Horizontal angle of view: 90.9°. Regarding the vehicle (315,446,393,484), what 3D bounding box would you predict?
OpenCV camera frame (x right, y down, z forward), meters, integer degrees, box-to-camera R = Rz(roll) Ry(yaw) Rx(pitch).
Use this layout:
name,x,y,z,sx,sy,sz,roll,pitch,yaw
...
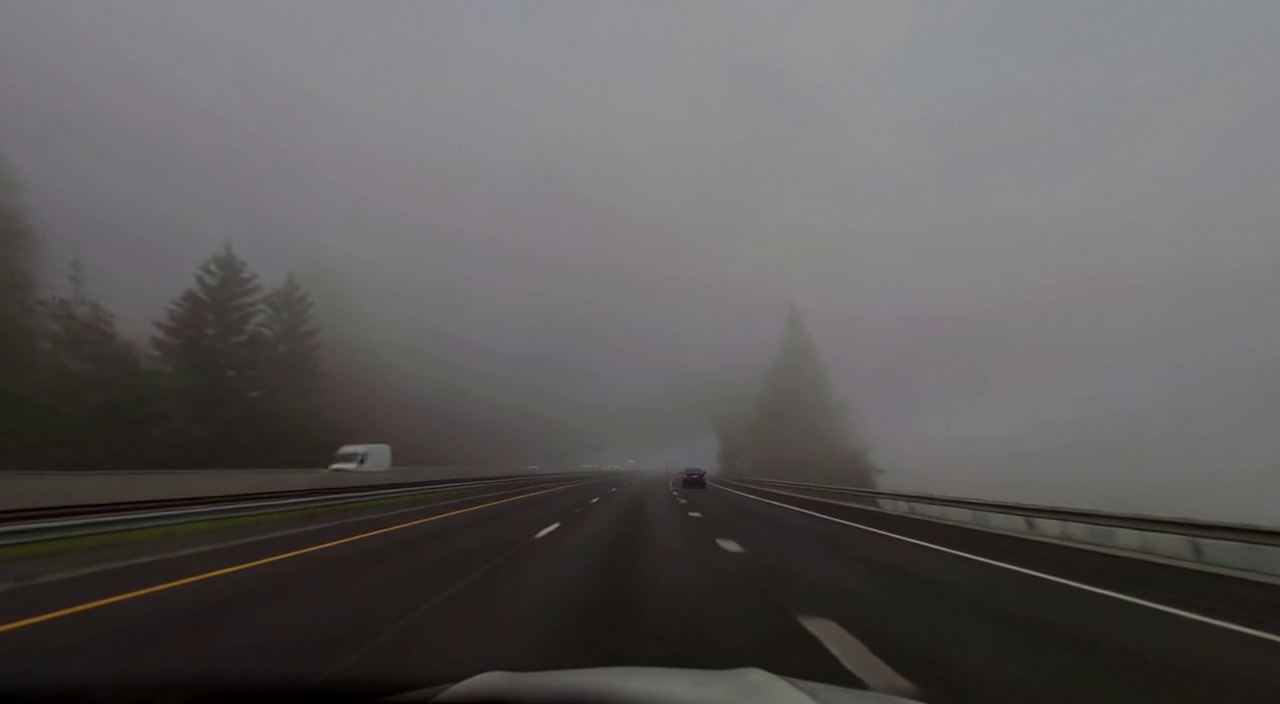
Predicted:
name,x,y,z,sx,sy,sz,roll,pitch,yaw
vehicle,-20.106,8.041,44.685,2.334,2.489,6.279,0,-11,2

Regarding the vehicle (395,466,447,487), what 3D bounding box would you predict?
name,x,y,z,sx,sy,sz,roll,pitch,yaw
vehicle,-15.887,9.024,45.885,2.069,1.437,4.286,0,-10,3
